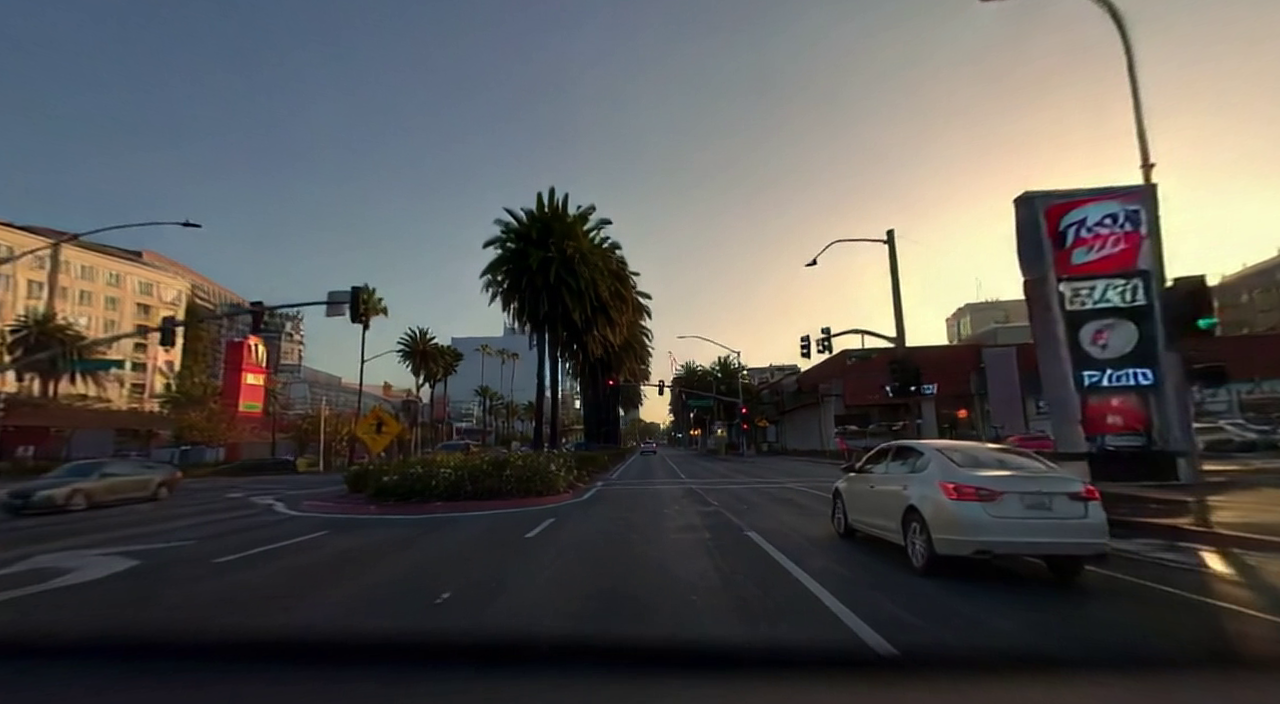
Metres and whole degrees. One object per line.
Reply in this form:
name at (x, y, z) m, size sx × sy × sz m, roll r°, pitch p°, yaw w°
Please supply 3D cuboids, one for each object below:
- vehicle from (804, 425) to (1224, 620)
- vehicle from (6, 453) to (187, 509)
vehicle at (3.501, 1.662, 7.283) m, size 1.870 × 1.467 × 4.800 m, roll 0°, pitch -8°, yaw -1°
vehicle at (-18.186, 4.289, 21.507) m, size 1.899 × 1.615 × 4.784 m, roll 0°, pitch -8°, yaw 0°
